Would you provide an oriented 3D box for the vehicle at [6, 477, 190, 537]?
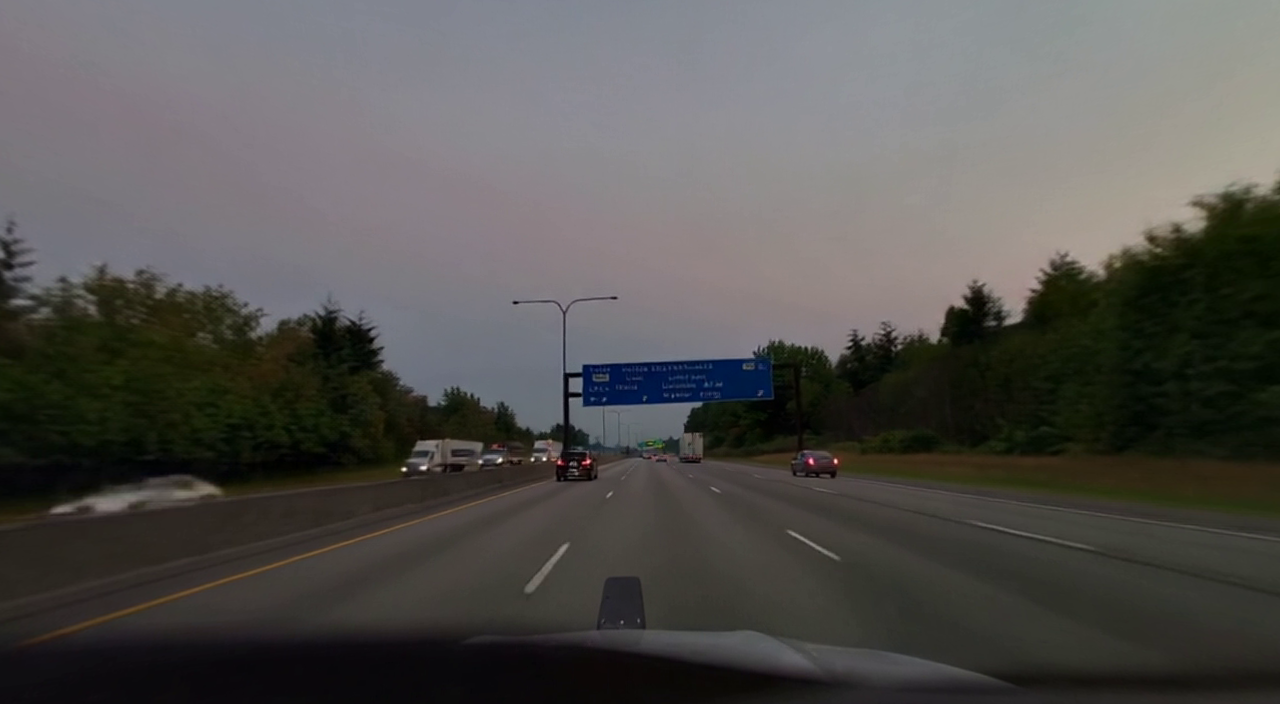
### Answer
[{"bbox_3d":[-17.158,4.900,20.336,1.893,1.483,4.433,0,-9,2],"label":"vehicle"}]

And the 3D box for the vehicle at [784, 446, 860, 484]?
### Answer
[{"bbox_3d":[7.864,4.923,27.696,1.943,1.493,4.507,0,-9,-1],"label":"vehicle"}]

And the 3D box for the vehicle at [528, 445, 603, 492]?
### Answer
[{"bbox_3d":[-2.644,4.285,23.491,2.191,1.563,4.318,0,-9,1],"label":"vehicle"}]
